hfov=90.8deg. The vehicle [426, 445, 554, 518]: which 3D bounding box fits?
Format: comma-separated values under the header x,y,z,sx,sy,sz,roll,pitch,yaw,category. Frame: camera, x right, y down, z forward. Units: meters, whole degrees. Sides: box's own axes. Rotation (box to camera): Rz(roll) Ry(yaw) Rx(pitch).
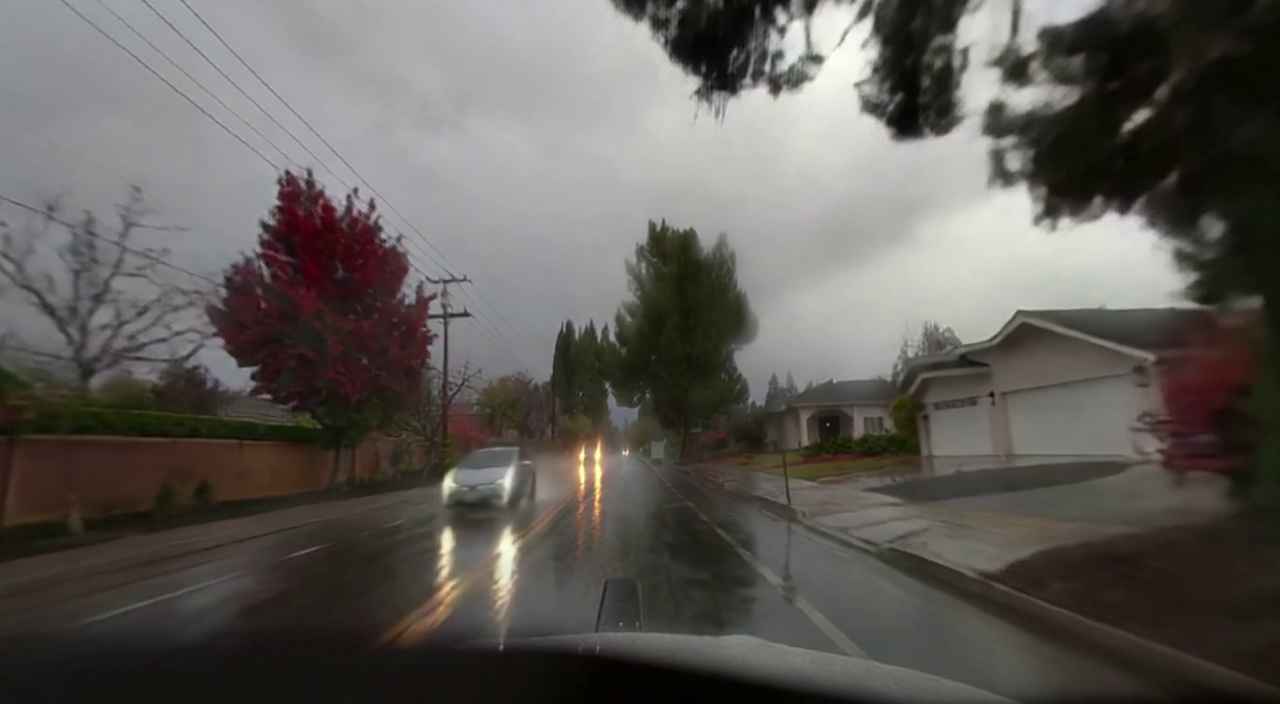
x,y,z,sx,sy,sz,roll,pitch,yaw,category
-3.503,3.112,15.706,2.074,1.527,4.438,0,-9,0,vehicle
